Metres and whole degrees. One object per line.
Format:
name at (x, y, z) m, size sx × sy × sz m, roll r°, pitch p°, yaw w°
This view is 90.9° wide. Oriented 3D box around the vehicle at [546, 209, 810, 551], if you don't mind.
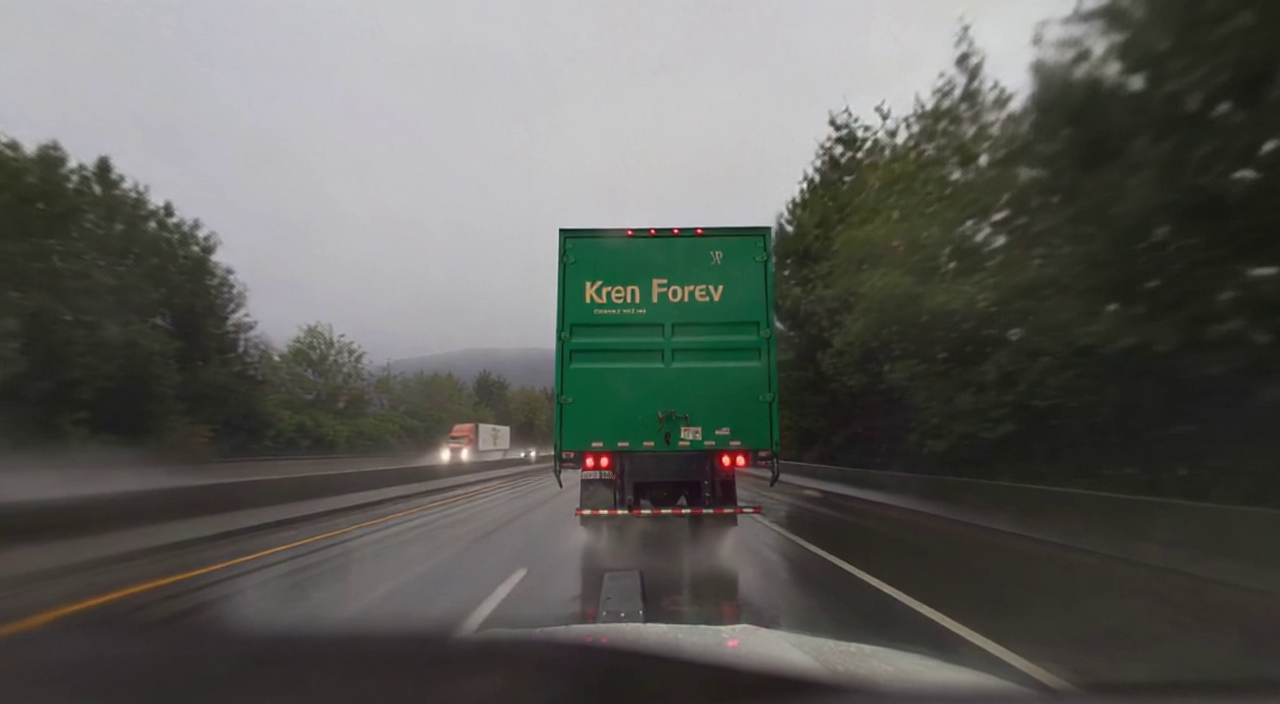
vehicle at (0.472, 1.386, 15.149) m, size 3.230 × 4.377 × 14.405 m, roll 0°, pitch -9°, yaw 0°
